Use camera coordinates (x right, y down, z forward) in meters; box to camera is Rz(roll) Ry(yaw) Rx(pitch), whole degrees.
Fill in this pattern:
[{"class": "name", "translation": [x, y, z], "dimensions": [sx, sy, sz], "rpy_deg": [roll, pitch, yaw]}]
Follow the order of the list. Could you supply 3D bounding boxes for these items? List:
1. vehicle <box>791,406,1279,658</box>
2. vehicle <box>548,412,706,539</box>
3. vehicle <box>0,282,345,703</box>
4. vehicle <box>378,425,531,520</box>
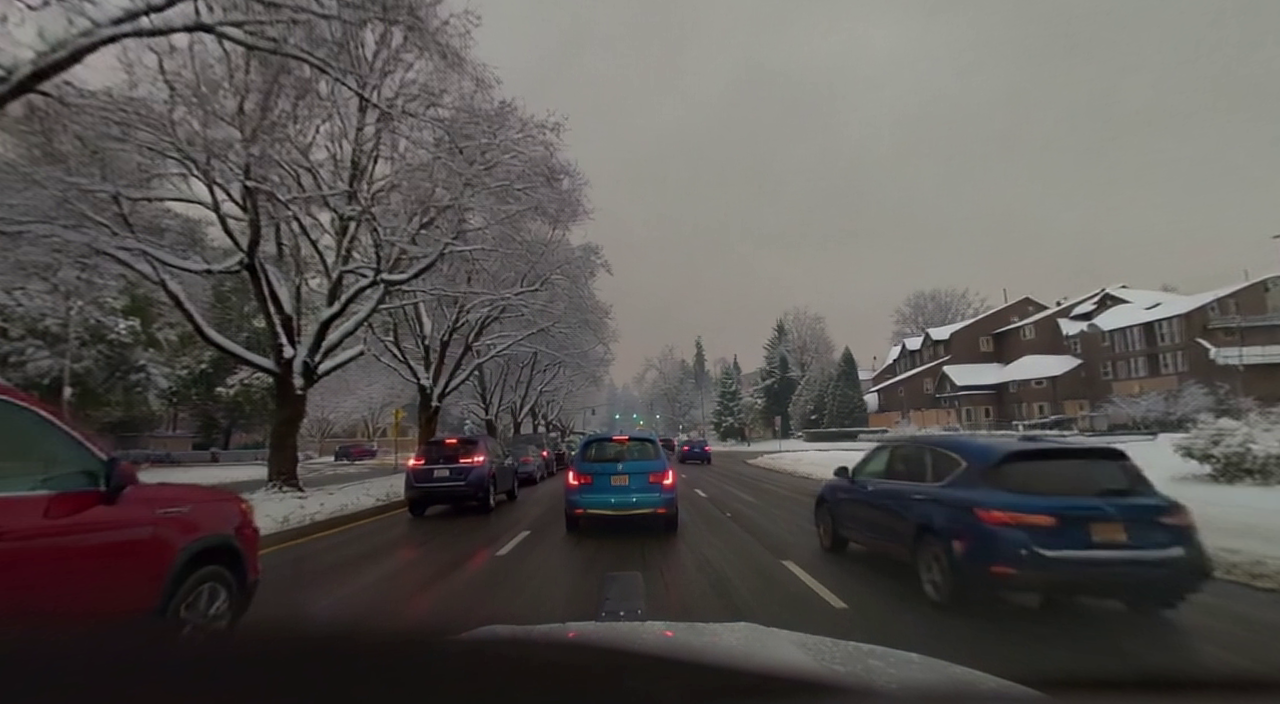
[{"class": "vehicle", "translation": [3.157, 1.457, 6.323], "dimensions": [2.056, 1.536, 4.678], "rpy_deg": [0, -8, -1]}, {"class": "vehicle", "translation": [-0.200, 1.957, 10.586], "dimensions": [2.112, 1.693, 4.058], "rpy_deg": [0, -8, -1]}, {"class": "vehicle", "translation": [-3.555, 0.756, 2.645], "dimensions": [2.304, 1.928, 4.833], "rpy_deg": [0, -8, 0]}, {"class": "vehicle", "translation": [-3.672, 2.456, 13.409], "dimensions": [1.948, 1.668, 4.279], "rpy_deg": [0, -8, 0]}]
